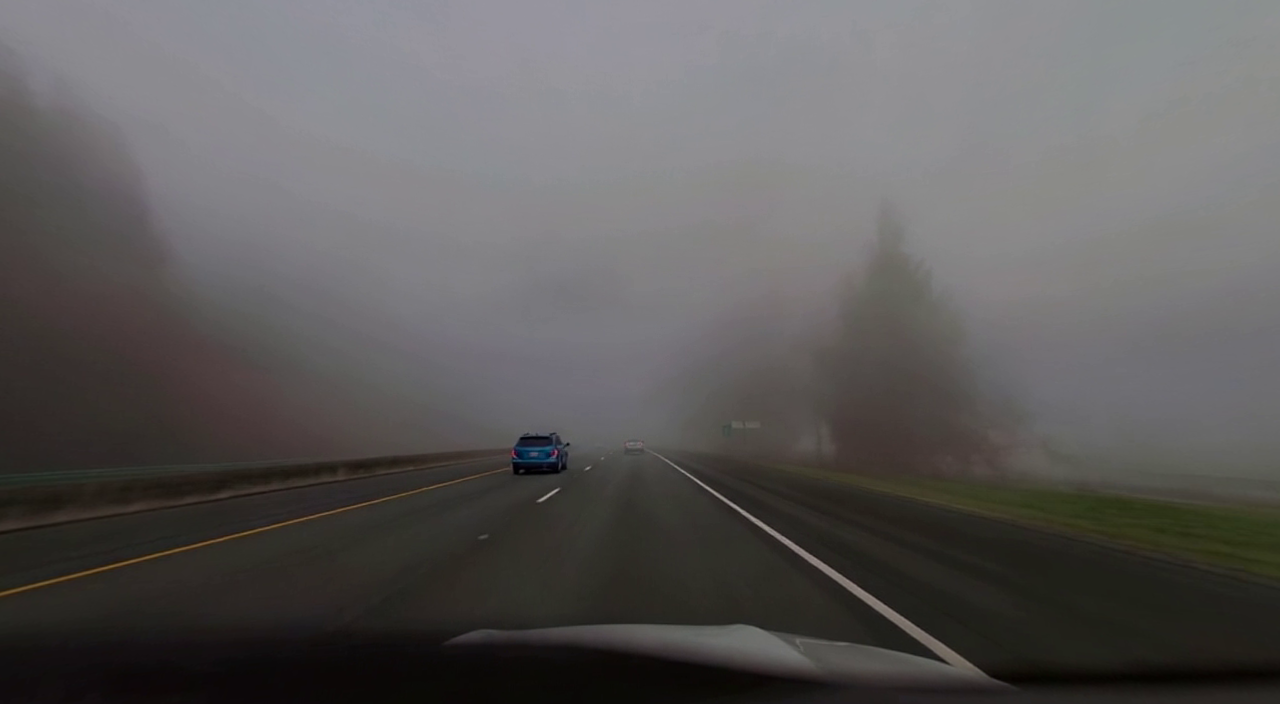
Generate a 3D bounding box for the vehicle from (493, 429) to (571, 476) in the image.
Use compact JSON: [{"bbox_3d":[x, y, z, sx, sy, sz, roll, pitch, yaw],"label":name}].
[{"bbox_3d":[-3.873,3.694,23.535,2.072,1.545,4.767,0,-8,0],"label":"vehicle"}]
